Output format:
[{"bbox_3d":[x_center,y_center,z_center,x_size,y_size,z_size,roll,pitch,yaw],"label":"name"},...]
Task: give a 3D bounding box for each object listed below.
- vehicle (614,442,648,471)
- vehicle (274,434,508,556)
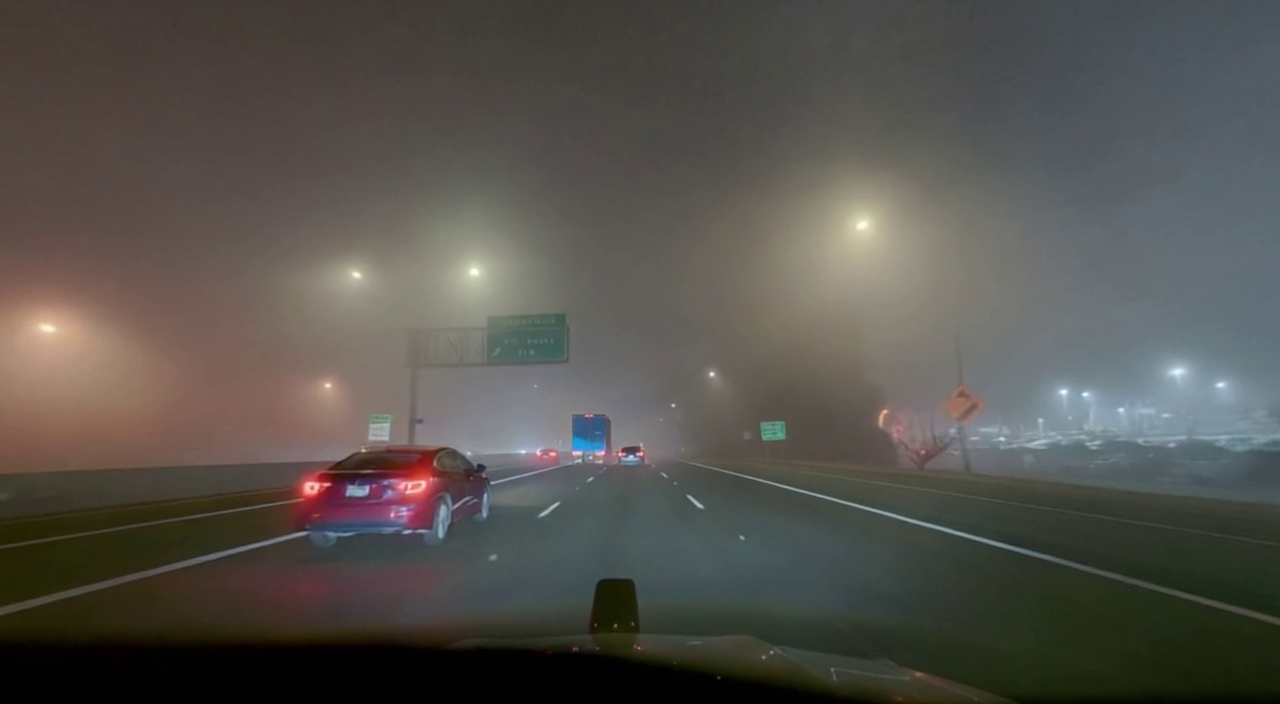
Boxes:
[{"bbox_3d":[-0.561,6.557,39.881,2.033,1.669,4.112,0,-9,-1],"label":"vehicle"},{"bbox_3d":[-3.601,2.132,10.197,1.997,1.507,4.391,0,-9,0],"label":"vehicle"}]
